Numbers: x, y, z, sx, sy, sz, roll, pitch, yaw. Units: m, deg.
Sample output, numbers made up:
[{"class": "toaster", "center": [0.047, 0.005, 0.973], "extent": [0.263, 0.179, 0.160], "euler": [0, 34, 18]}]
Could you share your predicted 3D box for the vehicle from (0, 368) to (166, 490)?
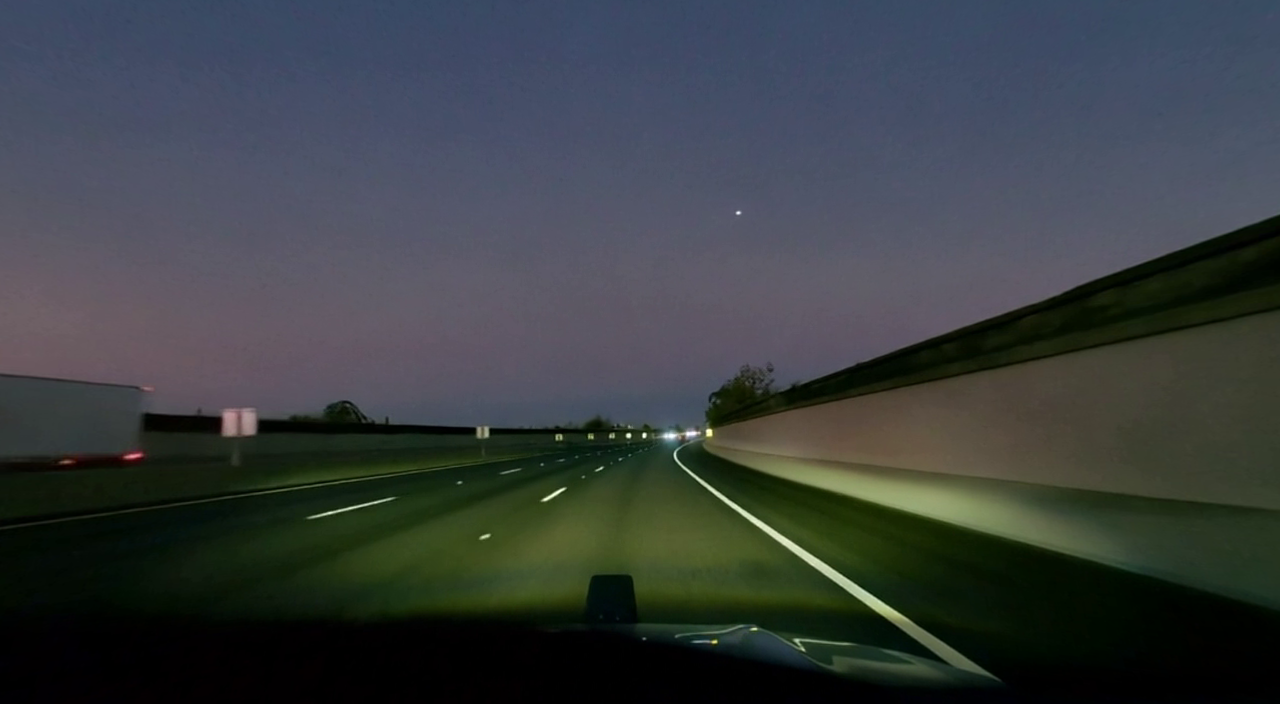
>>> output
[{"class": "vehicle", "center": [-22.964, 2.659, 21.656], "extent": [2.898, 4.073, 13.286], "euler": [0, -8, 1]}]
